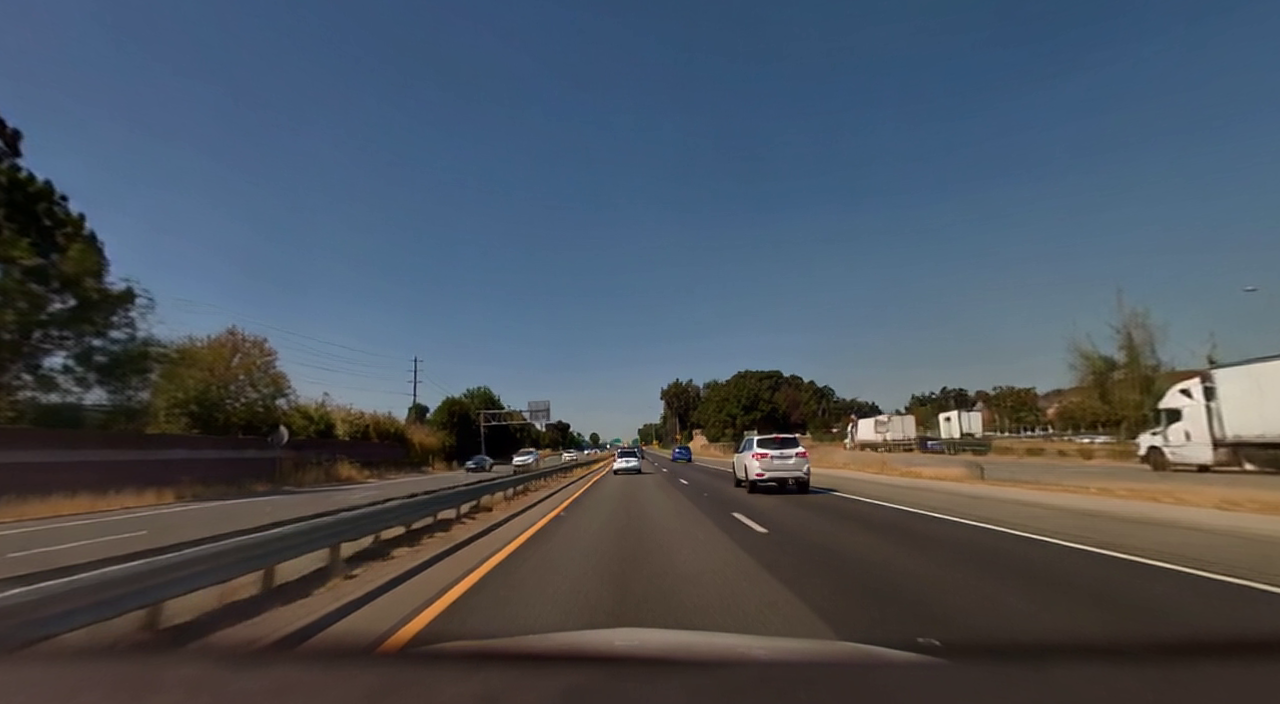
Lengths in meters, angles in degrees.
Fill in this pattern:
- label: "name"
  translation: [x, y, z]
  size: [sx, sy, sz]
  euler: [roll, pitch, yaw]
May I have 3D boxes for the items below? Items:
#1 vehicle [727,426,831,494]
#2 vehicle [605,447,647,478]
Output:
- label: "vehicle"
  translation: [4.383, 3.515, 20.643]
  size: [2.261, 1.952, 4.784]
  euler: [0, -9, -1]
- label: "vehicle"
  translation: [-0.696, 5.589, 31.919]
  size: [2.029, 1.483, 3.769]
  euler: [0, -9, -1]
